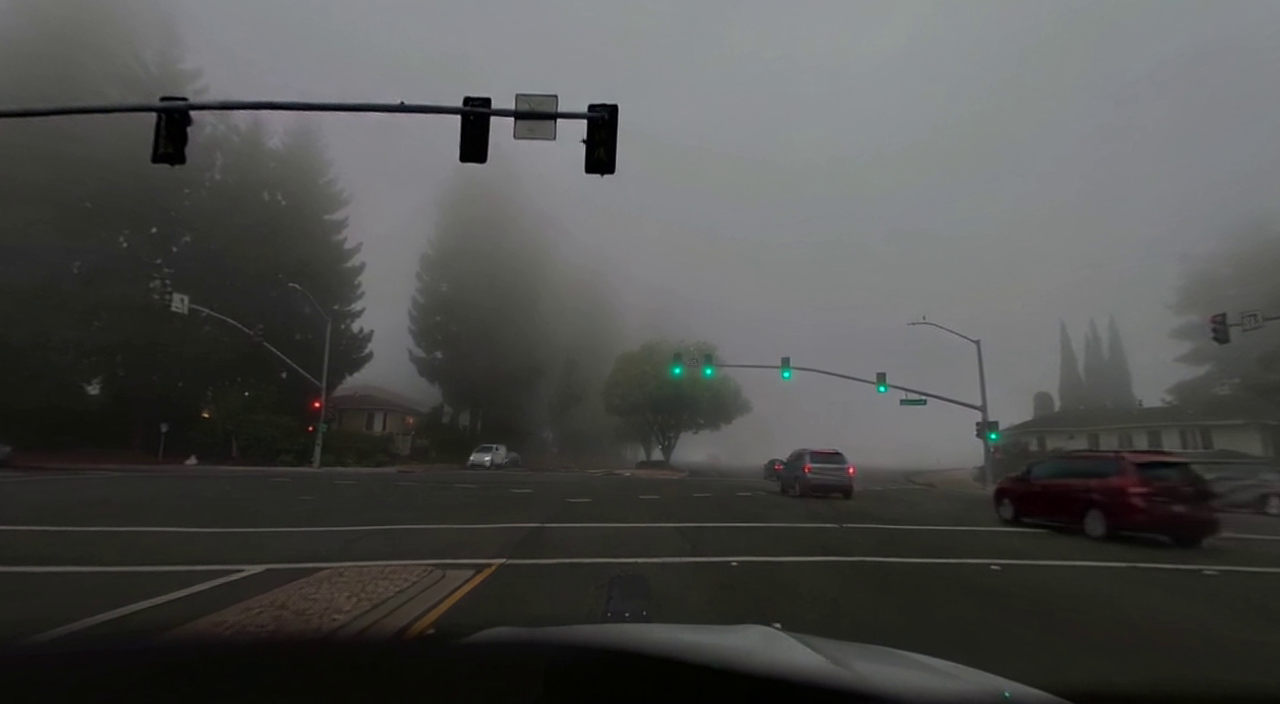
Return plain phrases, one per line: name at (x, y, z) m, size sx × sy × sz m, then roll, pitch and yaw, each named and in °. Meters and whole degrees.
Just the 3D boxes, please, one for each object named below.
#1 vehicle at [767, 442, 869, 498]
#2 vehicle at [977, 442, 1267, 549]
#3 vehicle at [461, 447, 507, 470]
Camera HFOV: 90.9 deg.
vehicle at (6.366, 4.252, 23.225) m, size 2.239 × 1.812 × 4.812 m, roll 0°, pitch -9°, yaw -1°
vehicle at (9.404, 2.775, 13.044) m, size 2.120 × 1.767 × 4.856 m, roll 0°, pitch -9°, yaw 0°
vehicle at (-10.950, 7.519, 44.620) m, size 2.039 × 1.519 × 4.356 m, roll 0°, pitch -9°, yaw 1°
